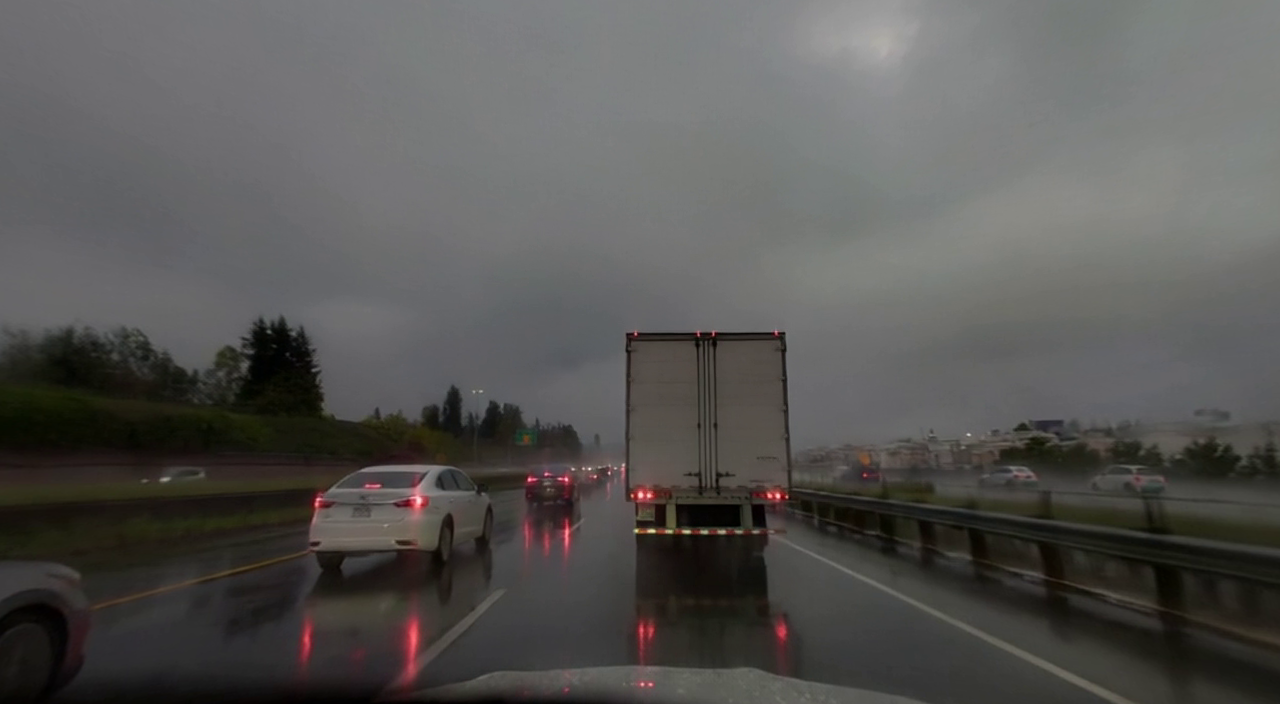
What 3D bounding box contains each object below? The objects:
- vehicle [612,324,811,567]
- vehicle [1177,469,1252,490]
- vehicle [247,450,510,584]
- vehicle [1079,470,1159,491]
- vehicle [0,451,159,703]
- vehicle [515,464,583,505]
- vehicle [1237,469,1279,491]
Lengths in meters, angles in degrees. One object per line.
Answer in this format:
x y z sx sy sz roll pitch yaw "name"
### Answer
1.103 2.113 13.595 2.831 3.529 8.689 0 -11 1 "vehicle"
42.980 9.565 47.151 3.974 1.485 1.709 1 -11 -4 "vehicle"
-3.537 2.358 9.729 1.983 1.509 4.679 1 -11 1 "vehicle"
35.750 9.576 47.131 4.299 1.465 1.807 -1 -11 7 "vehicle"
-4.236 0.948 1.829 2.043 1.391 4.515 0 -11 1 "vehicle"
-3.589 5.336 25.632 1.964 1.482 4.371 0 -11 1 "vehicle"
48.913 9.849 48.561 4.681 1.572 1.862 3 -11 -15 "vehicle"
